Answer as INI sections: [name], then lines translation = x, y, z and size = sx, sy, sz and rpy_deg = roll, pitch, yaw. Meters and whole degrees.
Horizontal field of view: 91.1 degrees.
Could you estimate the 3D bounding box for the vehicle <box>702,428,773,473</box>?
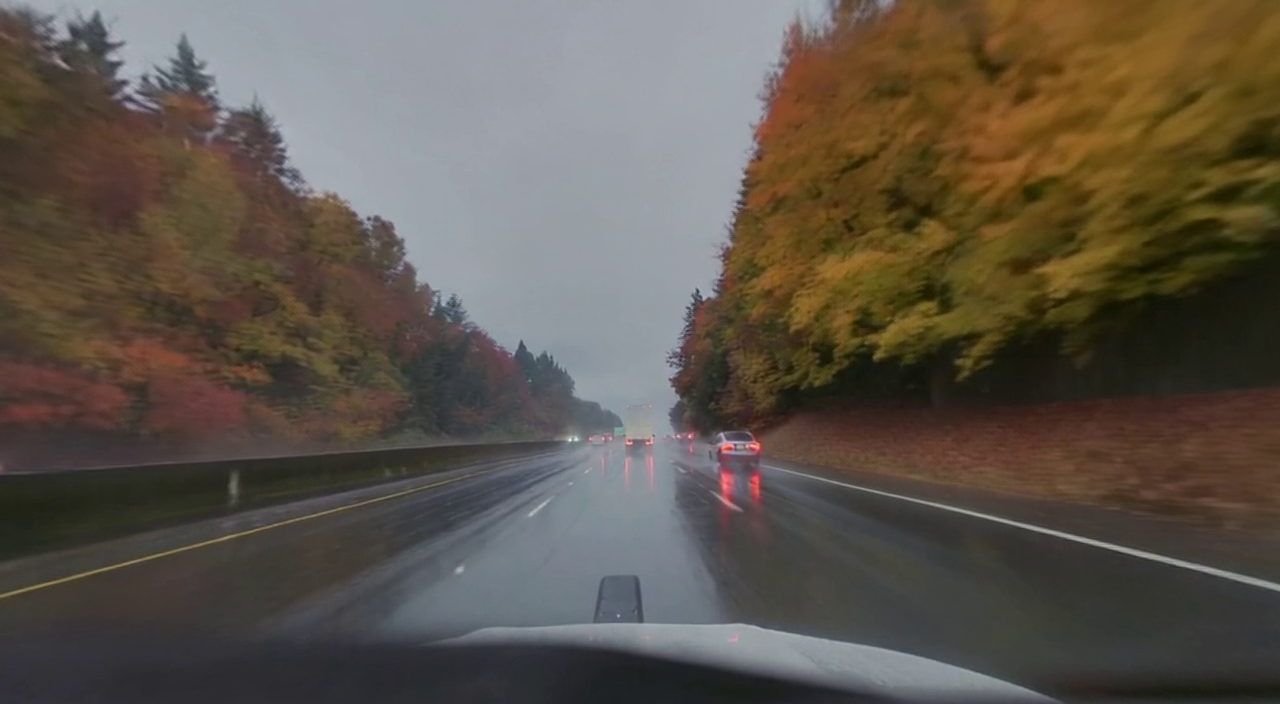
[vehicle]
translation = 3.517, 3.615, 23.332
size = 1.882, 1.492, 3.958
rpy_deg = 0, -8, -2
